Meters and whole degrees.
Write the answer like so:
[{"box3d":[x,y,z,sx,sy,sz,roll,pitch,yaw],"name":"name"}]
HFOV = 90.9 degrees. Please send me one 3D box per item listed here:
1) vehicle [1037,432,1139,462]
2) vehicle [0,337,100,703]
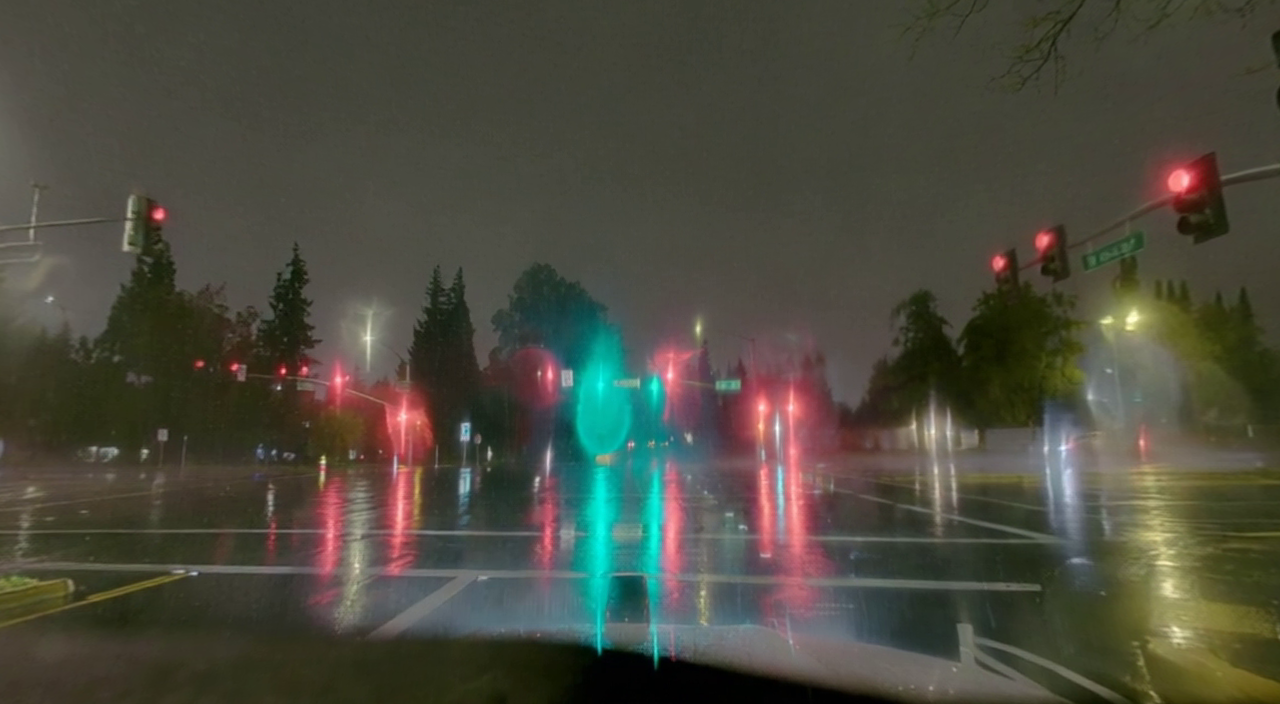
[{"box3d":[23.165,4.929,32.768,3.952,1.468,1.768,-3,-9,22],"name":"vehicle"},{"box3d":[-3.264,0.524,0.404,1.954,1.689,4.347,0,-8,0],"name":"vehicle"}]
